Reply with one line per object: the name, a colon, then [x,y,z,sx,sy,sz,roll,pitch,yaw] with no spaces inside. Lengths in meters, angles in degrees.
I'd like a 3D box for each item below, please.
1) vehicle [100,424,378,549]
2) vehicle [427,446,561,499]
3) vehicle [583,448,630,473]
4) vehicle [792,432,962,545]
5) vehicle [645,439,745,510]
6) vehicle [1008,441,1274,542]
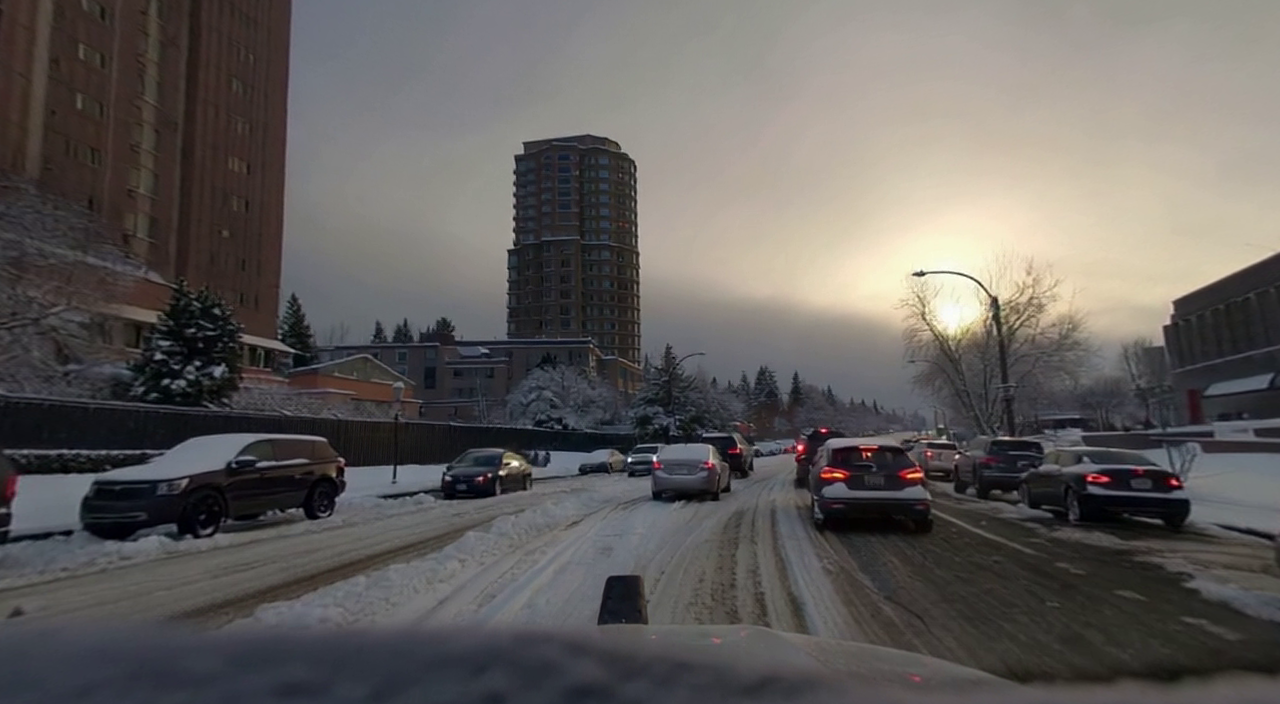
vehicle: [-7.459,2.486,12.393,1.934,1.770,4.546,-9,-9,11]
vehicle: [-4.643,3.869,20.758,1.928,1.503,4.322,-4,-9,27]
vehicle: [-2.124,7.013,40.940,2.040,1.492,4.318,-2,-9,11]
vehicle: [3.724,2.161,10.733,1.982,1.510,4.144,-2,-9,11]
vehicle: [1.441,2.840,15.155,2.031,1.461,3.763,-2,-8,10]
vehicle: [9.067,2.486,12.097,1.901,1.500,4.729,-2,-8,10]
